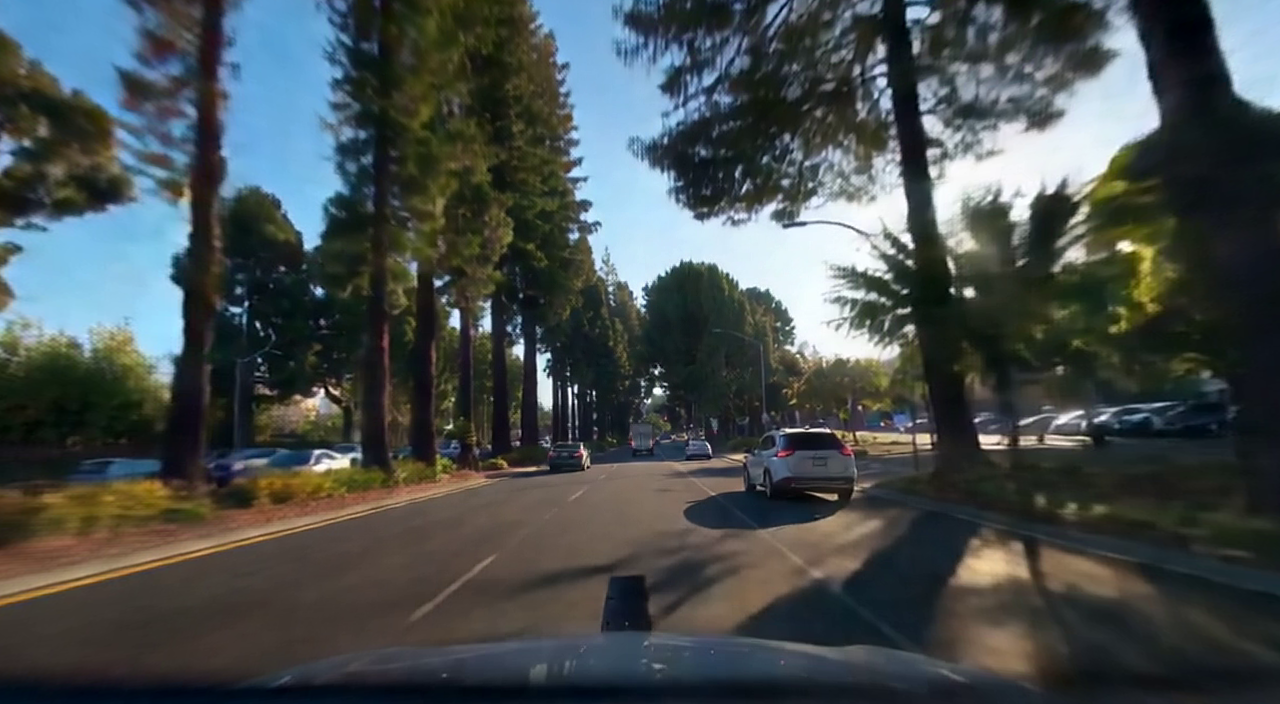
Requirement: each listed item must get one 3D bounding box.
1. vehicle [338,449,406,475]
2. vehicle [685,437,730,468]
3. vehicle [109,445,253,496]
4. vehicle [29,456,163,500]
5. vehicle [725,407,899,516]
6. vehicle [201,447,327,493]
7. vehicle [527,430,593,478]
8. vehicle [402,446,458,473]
[{"bbox_3d":[-17.136,7.019,40.595,2.105,1.507,4.927,0,-8,1],"label":"vehicle"},{"bbox_3d":[4.102,6.216,39.193,2.280,1.757,4.572,0,-8,0],"label":"vehicle"},{"bbox_3d":[-17.664,4.523,24.615,2.059,1.780,4.641,0,-8,1],"label":"vehicle"},{"bbox_3d":[-24.125,5.560,28.246,2.173,1.674,4.690,1,-8,-7],"label":"vehicle"},{"bbox_3d":[3.616,2.486,14.783,2.381,2.008,5.971,0,-8,0],"label":"vehicle"},{"bbox_3d":[-13.735,4.289,23.387,1.887,1.513,4.442,0,-8,0],"label":"vehicle"},{"bbox_3d":[-3.483,4.572,28.411,2.255,1.940,4.822,0,-8,1],"label":"vehicle"},{"bbox_3d":[-13.482,6.898,40.840,1.989,1.584,5.018,0,-8,-1],"label":"vehicle"}]
